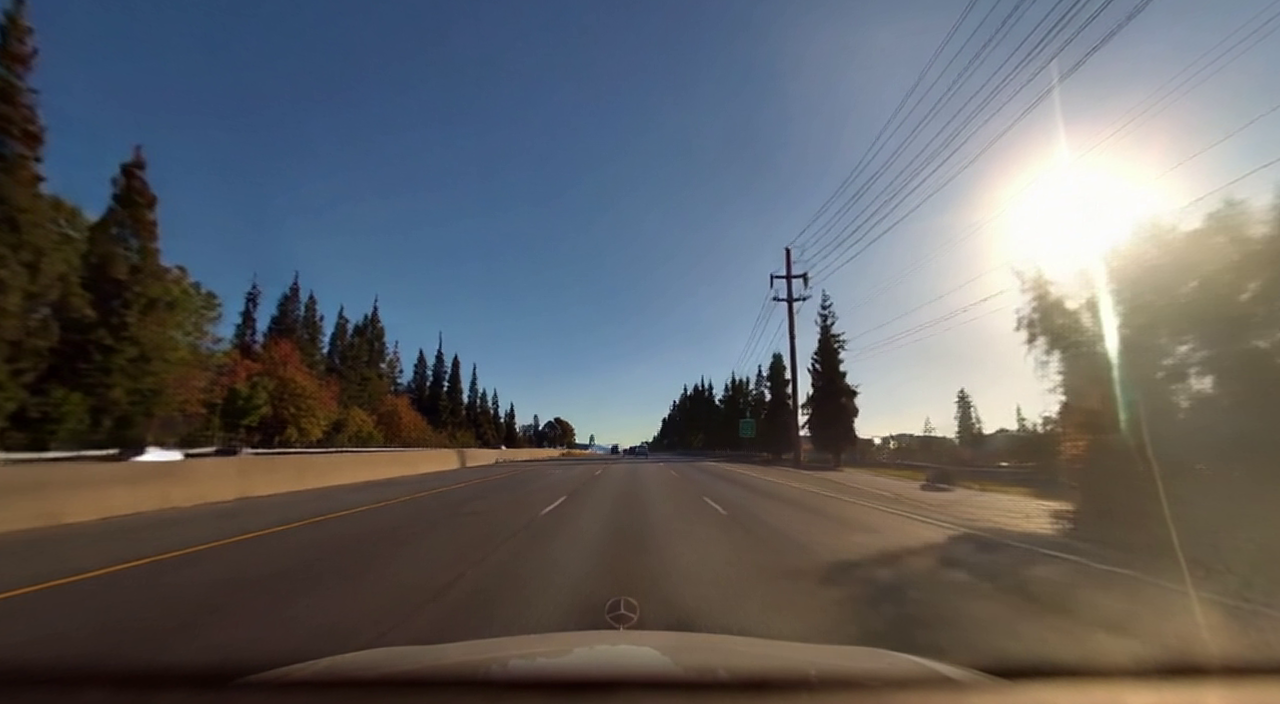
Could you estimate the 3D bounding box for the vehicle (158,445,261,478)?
[{"bbox_3d":[-21.646,5.495,32.050,1.897,1.485,4.769,0,-8,0],"label":"vehicle"}]
